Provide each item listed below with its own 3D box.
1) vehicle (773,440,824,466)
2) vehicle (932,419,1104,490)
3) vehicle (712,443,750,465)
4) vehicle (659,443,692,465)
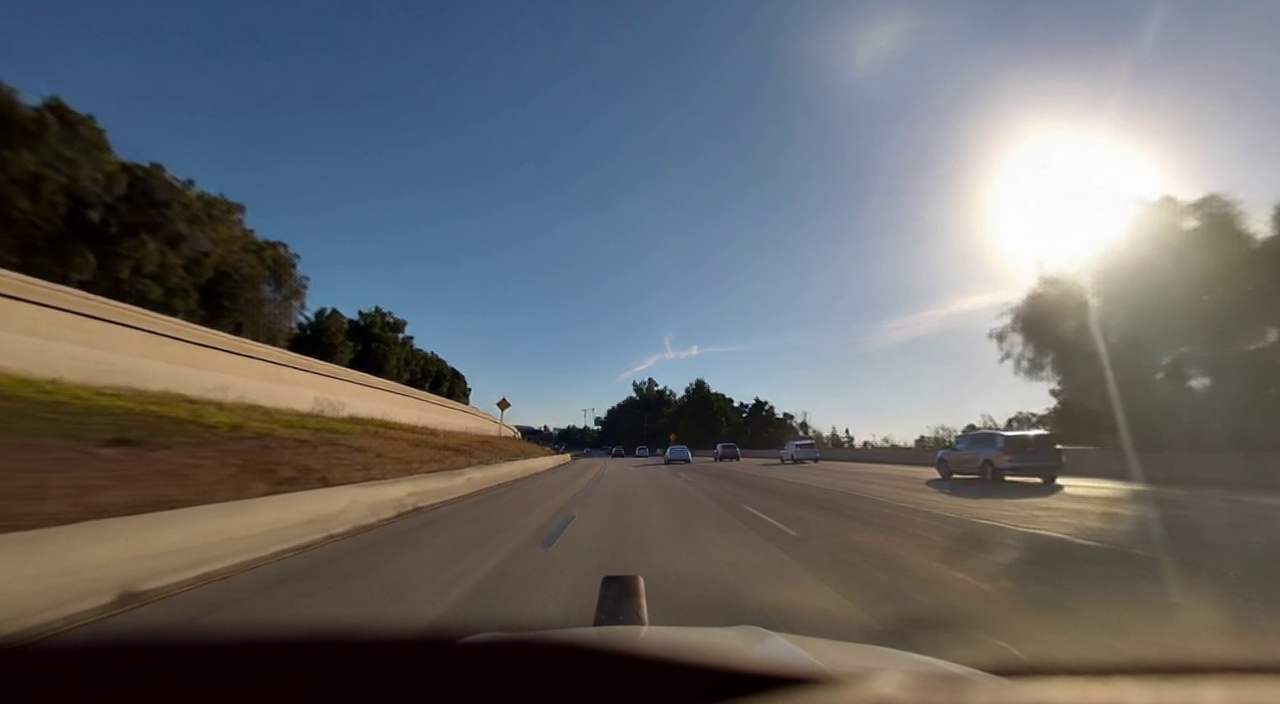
[{"bbox_3d":[10.379,6.635,41.531,1.987,1.546,4.271,0,-8,-4],"label":"vehicle"},{"bbox_3d":[10.714,2.947,18.357,2.077,1.763,4.472,0,-8,-2],"label":"vehicle"},{"bbox_3d":[6.577,7.382,45.946,1.904,1.488,4.299,0,-8,-3],"label":"vehicle"},{"bbox_3d":[2.476,7.327,45.264,1.934,1.491,3.982,0,-8,-3],"label":"vehicle"}]
